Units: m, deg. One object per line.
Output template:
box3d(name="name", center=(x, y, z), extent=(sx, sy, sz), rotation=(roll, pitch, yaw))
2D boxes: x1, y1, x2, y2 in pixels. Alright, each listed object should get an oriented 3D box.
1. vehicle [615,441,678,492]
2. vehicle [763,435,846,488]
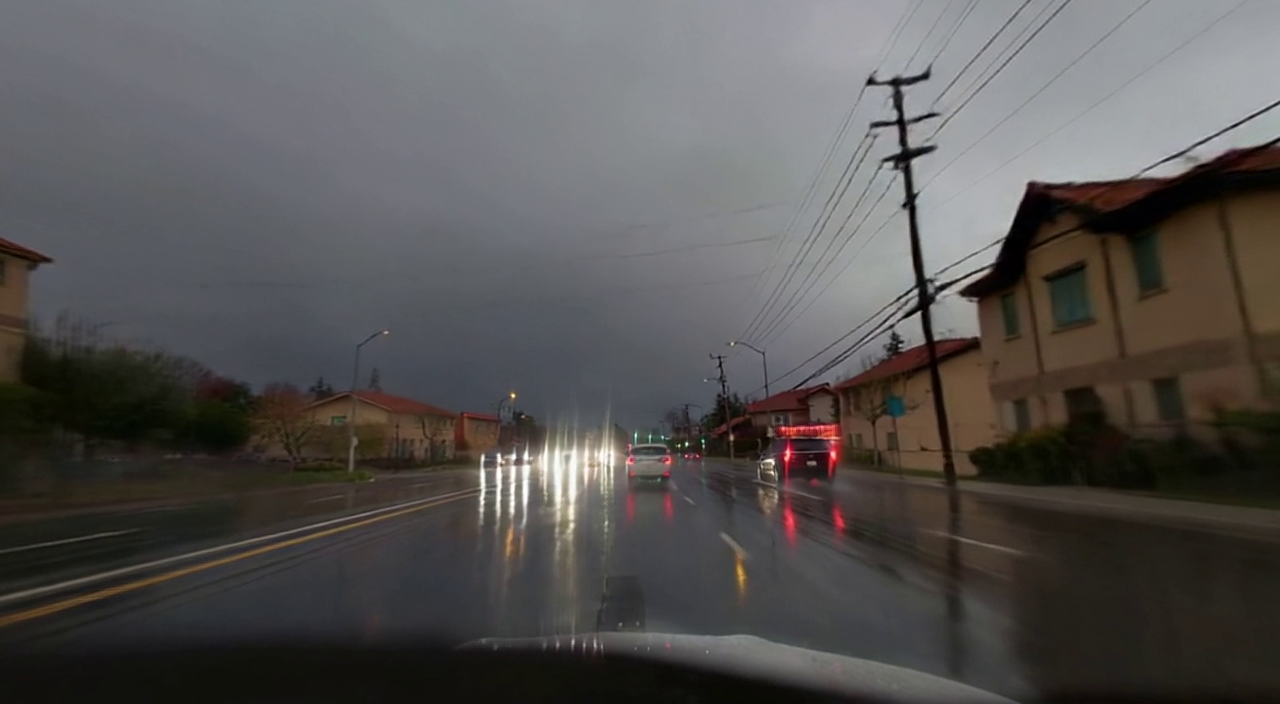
box3d(name="vehicle", center=(0.188, 4.178, 23.375), extent=(2.138, 1.702, 4.168), rotation=(0, -9, -1))
box3d(name="vehicle", center=(6.278, 4.229, 24.595), extent=(2.061, 1.889, 4.268), rotation=(0, -9, -1))
